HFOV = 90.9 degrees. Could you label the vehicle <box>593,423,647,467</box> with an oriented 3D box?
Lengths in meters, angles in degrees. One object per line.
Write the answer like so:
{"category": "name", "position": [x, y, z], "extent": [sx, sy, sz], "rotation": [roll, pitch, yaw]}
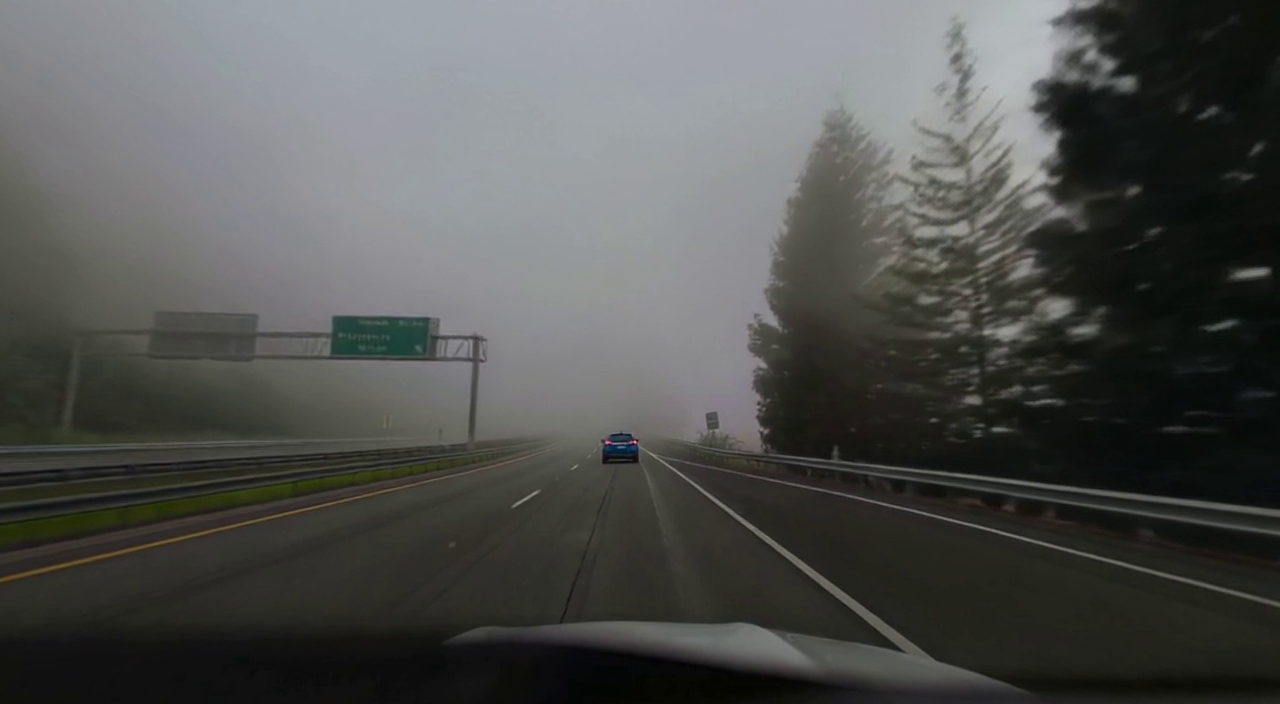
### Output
{"category": "vehicle", "position": [-0.823, 3.783, 25.720], "extent": [2.020, 1.633, 3.942], "rotation": [0, -8, -2]}
